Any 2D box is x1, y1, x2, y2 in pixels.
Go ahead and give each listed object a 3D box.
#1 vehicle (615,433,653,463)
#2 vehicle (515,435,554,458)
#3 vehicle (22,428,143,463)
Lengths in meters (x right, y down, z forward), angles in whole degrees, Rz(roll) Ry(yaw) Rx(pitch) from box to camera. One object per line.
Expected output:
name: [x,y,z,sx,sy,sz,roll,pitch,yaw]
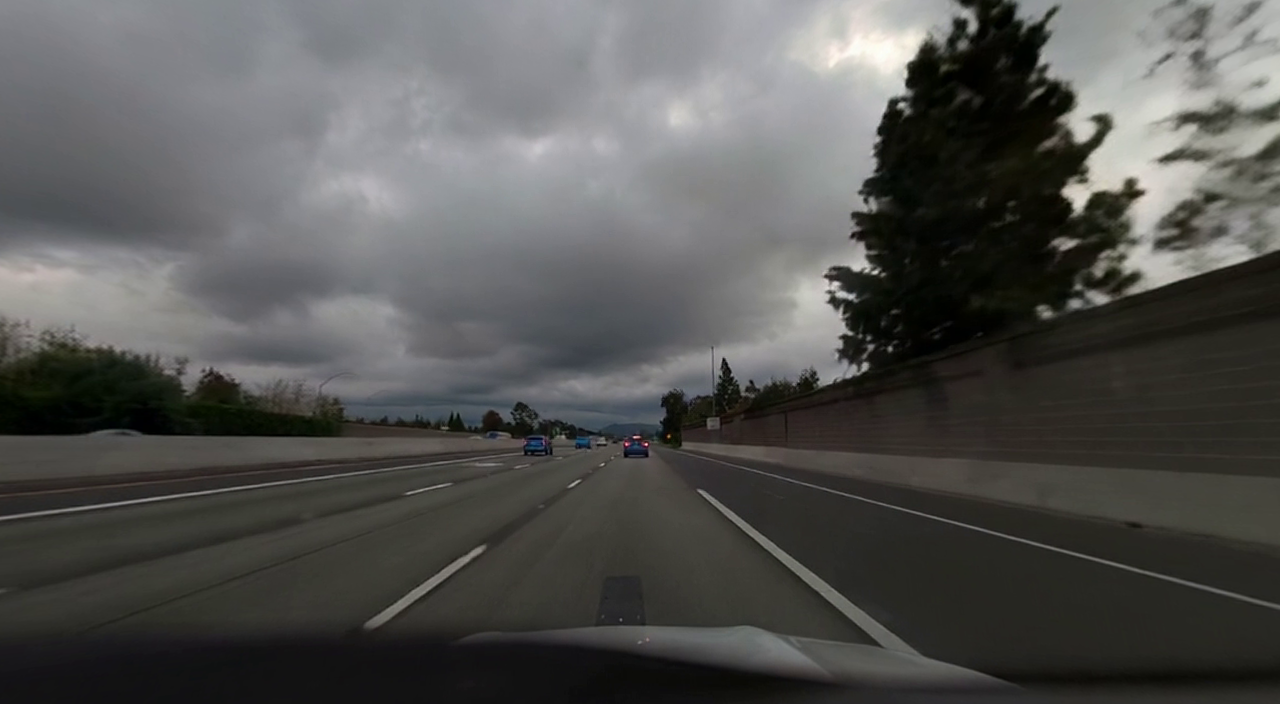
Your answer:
vehicle: [-0.310,5.740,37.646,2.141,1.706,4.065,0,-8,0]
vehicle: [-7.539,6.799,45.422,2.019,1.523,4.396,0,-8,1]
vehicle: [-28.764,4.855,32.734,1.921,1.637,4.652,0,-8,1]
